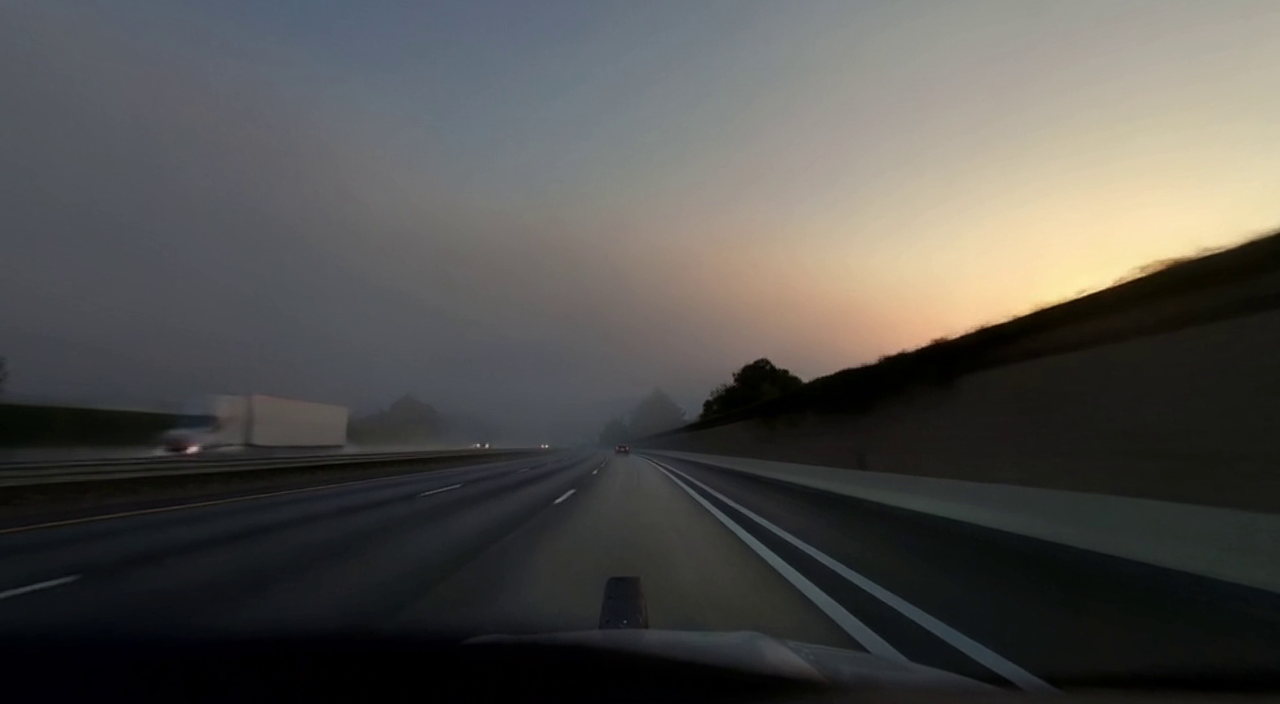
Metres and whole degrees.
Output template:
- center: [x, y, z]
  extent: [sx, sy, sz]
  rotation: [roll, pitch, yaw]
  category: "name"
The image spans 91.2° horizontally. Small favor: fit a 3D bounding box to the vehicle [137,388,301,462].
- center: [-25.483, 4.693, 39.061]
  extent: [3.298, 3.976, 10.350]
  rotation: [0, -9, -2]
  category: "vehicle"
